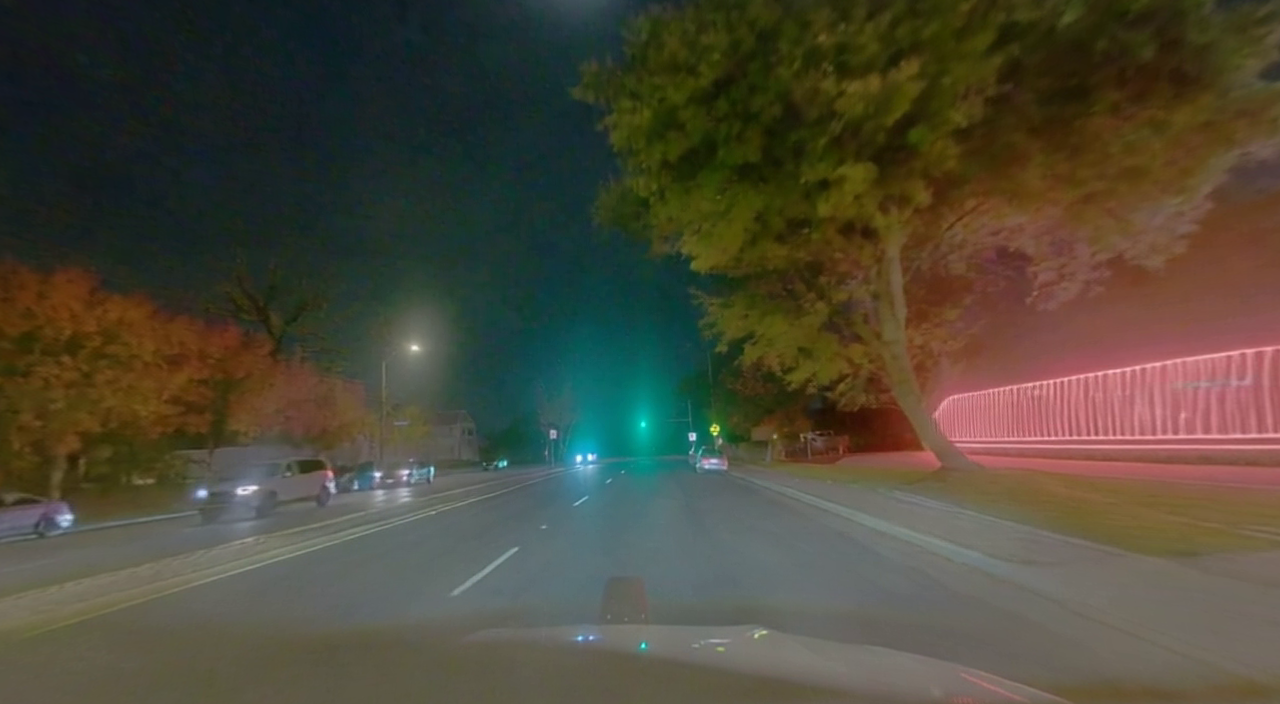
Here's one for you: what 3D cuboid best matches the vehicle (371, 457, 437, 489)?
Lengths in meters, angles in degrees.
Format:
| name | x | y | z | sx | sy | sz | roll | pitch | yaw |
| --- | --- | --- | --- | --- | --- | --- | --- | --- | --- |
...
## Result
| name | x | y | z | sx | sy | sz | roll | pitch | yaw |
| --- | --- | --- | --- | --- | --- | --- | --- | --- | --- |
| vehicle | -13.718 | 7.046 | 36.978 | 1.915 | 1.505 | 4.726 | -4 | -9 | 3 |

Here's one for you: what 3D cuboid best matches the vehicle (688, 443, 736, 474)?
| name | x | y | z | sx | sy | sz | roll | pitch | yaw |
| --- | --- | --- | --- | --- | --- | --- | --- | --- | --- |
| vehicle | 3.772 | 5.677 | 33.765 | 2.041 | 1.523 | 4.281 | 0 | -9 | 0 |

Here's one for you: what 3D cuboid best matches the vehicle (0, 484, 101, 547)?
| name | x | y | z | sx | sy | sz | roll | pitch | yaw |
| --- | --- | --- | --- | --- | --- | --- | --- | --- | --- |
| vehicle | -17.808 | 4.480 | 17.115 | 1.902 | 1.484 | 4.908 | -1 | -9 | 2 |

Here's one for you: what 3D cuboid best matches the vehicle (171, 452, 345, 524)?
| name | x | y | z | sx | sy | sz | roll | pitch | yaw |
| --- | --- | --- | --- | --- | --- | --- | --- | --- | --- |
| vehicle | -11.125 | 3.936 | 18.902 | 2.079 | 1.812 | 4.757 | 0 | -9 | 2 |
